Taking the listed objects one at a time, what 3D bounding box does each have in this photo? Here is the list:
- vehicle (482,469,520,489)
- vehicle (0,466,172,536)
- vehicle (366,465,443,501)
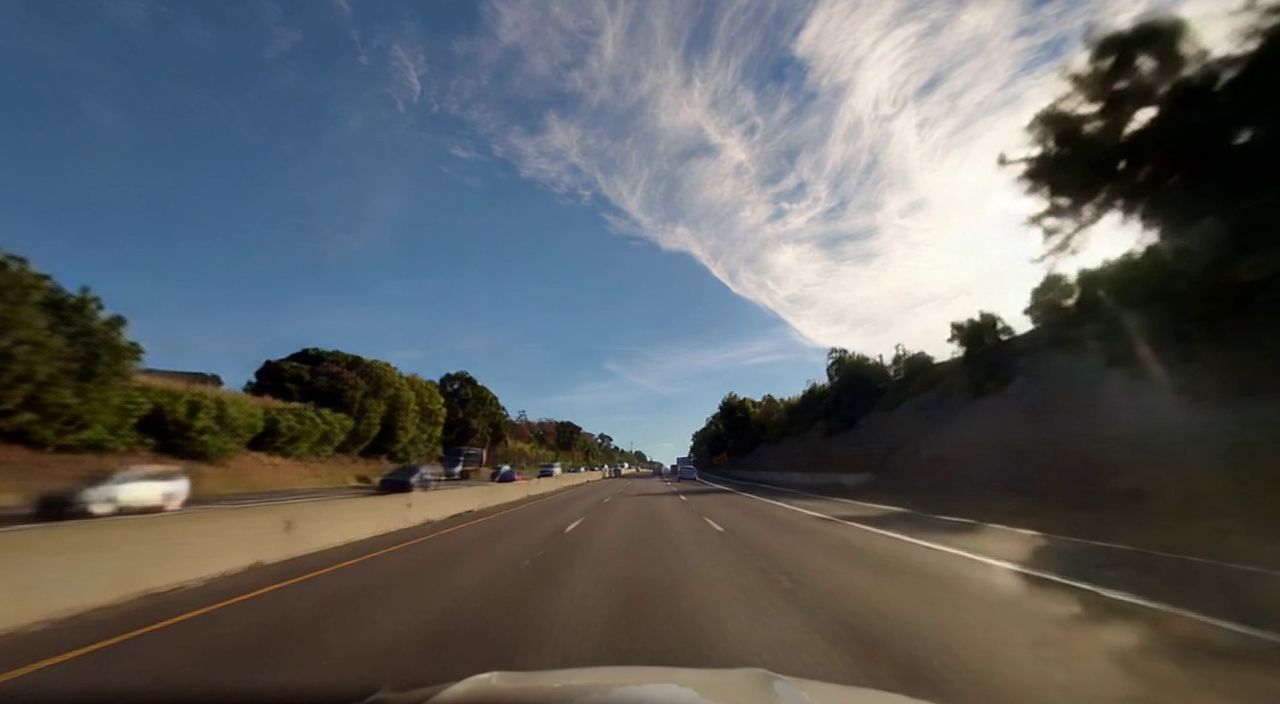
[{"bbox_3d":[-10.497,9.630,47.907,1.902,1.395,4.007,1,-10,1],"label":"vehicle"},{"bbox_3d":[-14.667,3.699,16.115,1.883,1.482,4.475,1,-10,0],"label":"vehicle"},{"bbox_3d":[-10.782,6.003,29.184,1.883,1.471,4.227,1,-10,1],"label":"vehicle"}]
